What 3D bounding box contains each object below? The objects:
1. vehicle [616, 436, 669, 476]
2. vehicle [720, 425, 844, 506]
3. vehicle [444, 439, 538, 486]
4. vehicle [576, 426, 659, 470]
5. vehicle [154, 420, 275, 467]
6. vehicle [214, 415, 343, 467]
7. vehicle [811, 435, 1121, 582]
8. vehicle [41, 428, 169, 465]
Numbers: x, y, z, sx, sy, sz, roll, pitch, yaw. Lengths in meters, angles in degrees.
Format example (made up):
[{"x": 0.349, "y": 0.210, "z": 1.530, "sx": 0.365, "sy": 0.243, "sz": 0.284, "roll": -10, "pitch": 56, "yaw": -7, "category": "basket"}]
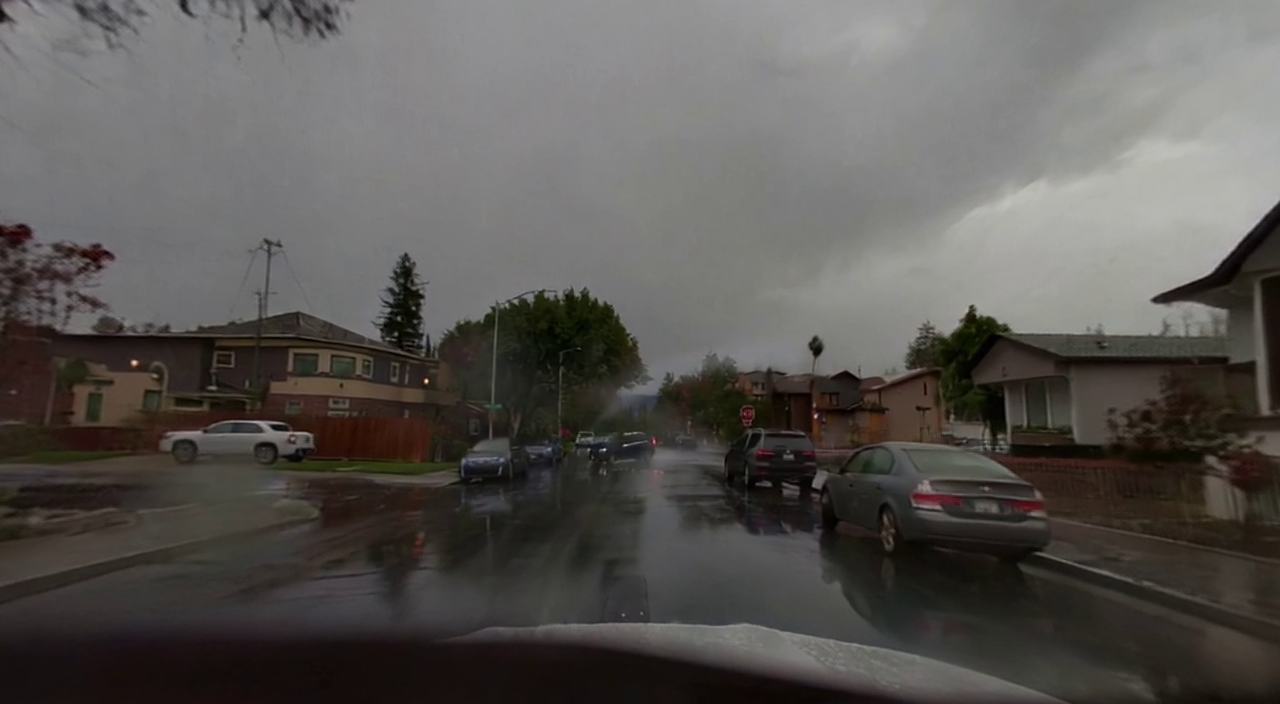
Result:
[{"x": 0.042, "y": 4.271, "z": 26.045, "sx": 2.010, "sy": 1.499, "sz": 4.107, "roll": 0, "pitch": -9, "yaw": -1, "category": "vehicle"}, {"x": 3.538, "y": 2.880, "z": 16.540, "sx": 2.144, "sy": 1.751, "sz": 4.472, "roll": 2, "pitch": -8, "yaw": -1, "category": "vehicle"}, {"x": -5.008, "y": 3.786, "z": 21.859, "sx": 1.999, "sy": 1.441, "sz": 4.628, "roll": 0, "pitch": -8, "yaw": 2, "category": "vehicle"}, {"x": -1.465, "y": 5.619, "z": 36.911, "sx": 2.772, "sy": 2.319, "sz": 6.249, "roll": 4, "pitch": -9, "yaw": -23, "category": "vehicle"}, {"x": -18.691, "y": 4.038, "z": 27.951, "sx": 2.103, "sy": 1.840, "sz": 4.868, "roll": 2, "pitch": -7, "yaw": -3, "category": "vehicle"}, {"x": -15.802, "y": 3.984, "z": 27.960, "sx": 2.320, "sy": 2.030, "sz": 5.730, "roll": 0, "pitch": -8, "yaw": 0, "category": "vehicle"}, {"x": 3.928, "y": 1.923, "z": 8.626, "sx": 1.876, "sy": 1.477, "sz": 4.324, "roll": 0, "pitch": -8, "yaw": -1, "category": "vehicle"}, {"x": -23.963, "y": 4.252, "z": 28.383, "sx": 1.852, "sy": 1.518, "sz": 4.438, "roll": 0, "pitch": -8, "yaw": 0, "category": "vehicle"}]
